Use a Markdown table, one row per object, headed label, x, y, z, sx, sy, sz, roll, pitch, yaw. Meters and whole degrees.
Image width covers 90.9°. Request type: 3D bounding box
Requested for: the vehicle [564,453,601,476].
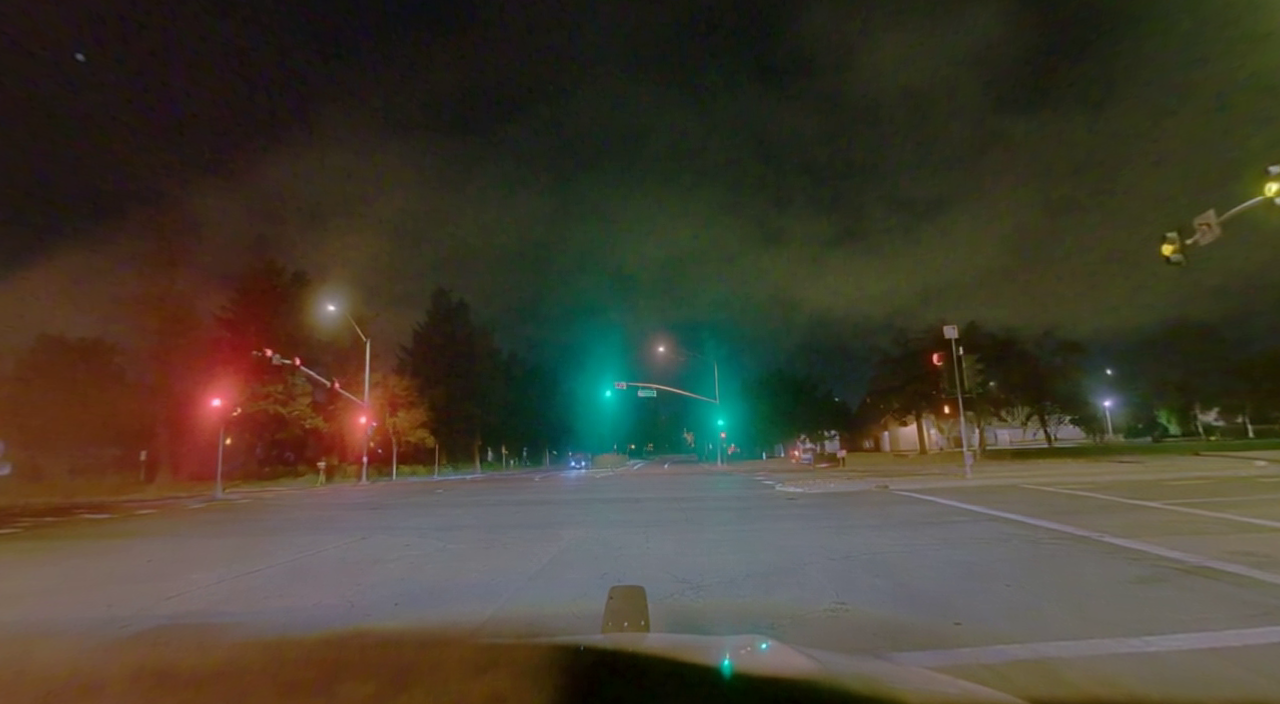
| label | x | y | z | sx | sy | sz | roll | pitch | yaw |
| --- | --- | --- | --- | --- | --- | --- | --- | --- | --- |
| vehicle | -4.467 | 8.844 | 49.854 | 2.030 | 1.704 | 4.205 | -1 | -8 | 7 |
